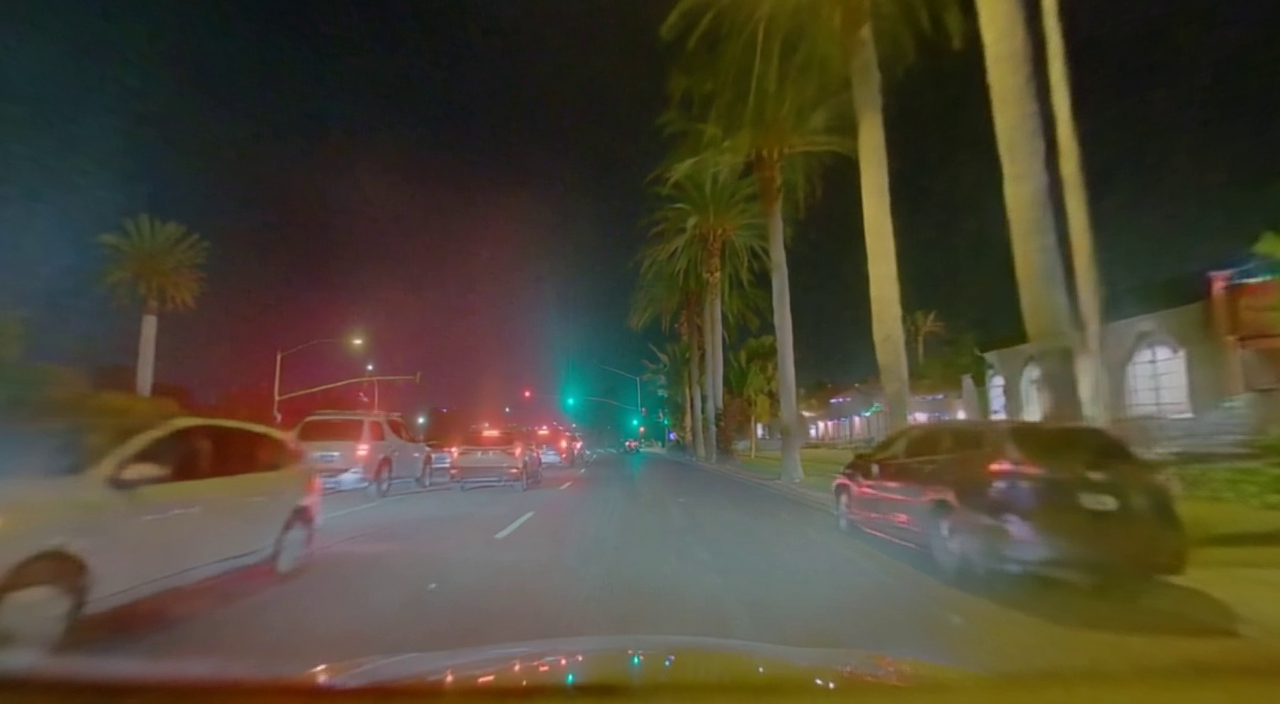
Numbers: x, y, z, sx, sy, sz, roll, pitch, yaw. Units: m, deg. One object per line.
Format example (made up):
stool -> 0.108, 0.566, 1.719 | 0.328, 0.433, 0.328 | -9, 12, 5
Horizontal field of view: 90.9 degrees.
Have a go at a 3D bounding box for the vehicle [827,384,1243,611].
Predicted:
vehicle -> 3.709, 1.425, 7.102 | 1.801, 1.746, 4.325 | 0, -8, -1

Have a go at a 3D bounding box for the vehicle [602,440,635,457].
vehicle -> -1.685, 7.347, 48.241 | 2.131, 1.222, 3.868 | 1, -8, -7

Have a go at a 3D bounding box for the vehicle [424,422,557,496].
vehicle -> -3.602, 2.679, 16.204 | 2.181, 1.636, 4.504 | 0, -8, 2

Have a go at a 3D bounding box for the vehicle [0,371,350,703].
vehicle -> -4.033, 1.052, 4.186 | 2.051, 1.572, 4.207 | 0, -8, 2
